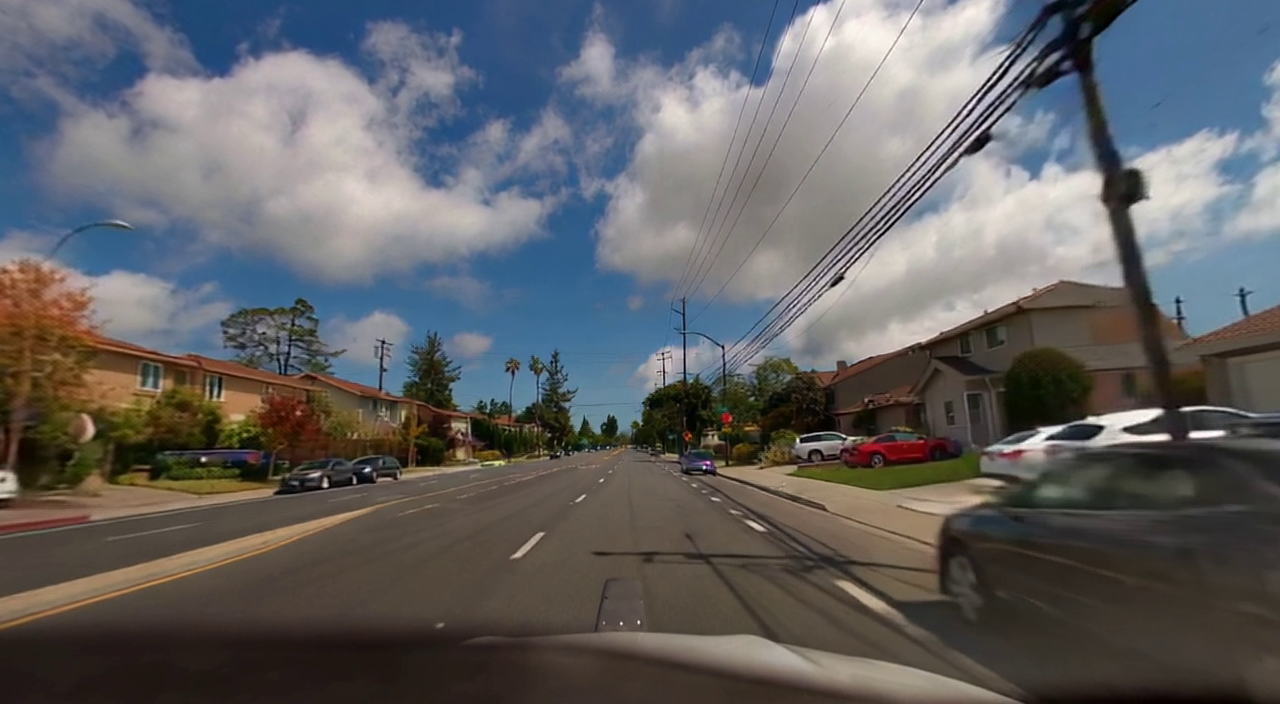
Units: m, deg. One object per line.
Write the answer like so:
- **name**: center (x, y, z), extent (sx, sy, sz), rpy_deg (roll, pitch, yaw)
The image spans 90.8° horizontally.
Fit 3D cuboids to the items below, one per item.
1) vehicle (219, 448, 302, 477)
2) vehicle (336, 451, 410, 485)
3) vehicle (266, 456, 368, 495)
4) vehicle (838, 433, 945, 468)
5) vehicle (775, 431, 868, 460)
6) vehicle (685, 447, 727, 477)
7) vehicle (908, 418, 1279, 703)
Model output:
- **vehicle**: center (-22.575, 6.596, 37.686), extent (3.803, 1.528, 1.812), rpy_deg (-2, -10, -2)
- **vehicle**: center (-13.922, 6.062, 33.253), extent (1.916, 1.632, 4.440), rpy_deg (0, -9, 1)
- **vehicle**: center (-14.065, 5.372, 27.868), extent (2.011, 1.480, 4.644), rpy_deg (0, -9, 0)
- **vehicle**: center (12.402, 4.919, 31.336), extent (4.429, 1.474, 1.887), rpy_deg (-3, -10, 2)
- **vehicle**: center (12.663, 6.583, 44.346), extent (5.713, 1.857, 2.285), rpy_deg (0, -9, -4)
- **vehicle**: center (3.514, 5.932, 34.392), extent (1.855, 1.518, 4.707), rpy_deg (0, -9, 0)
- **vehicle**: center (3.374, 1.112, 3.079), extent (2.012, 1.481, 4.795), rpy_deg (0, -9, 0)
